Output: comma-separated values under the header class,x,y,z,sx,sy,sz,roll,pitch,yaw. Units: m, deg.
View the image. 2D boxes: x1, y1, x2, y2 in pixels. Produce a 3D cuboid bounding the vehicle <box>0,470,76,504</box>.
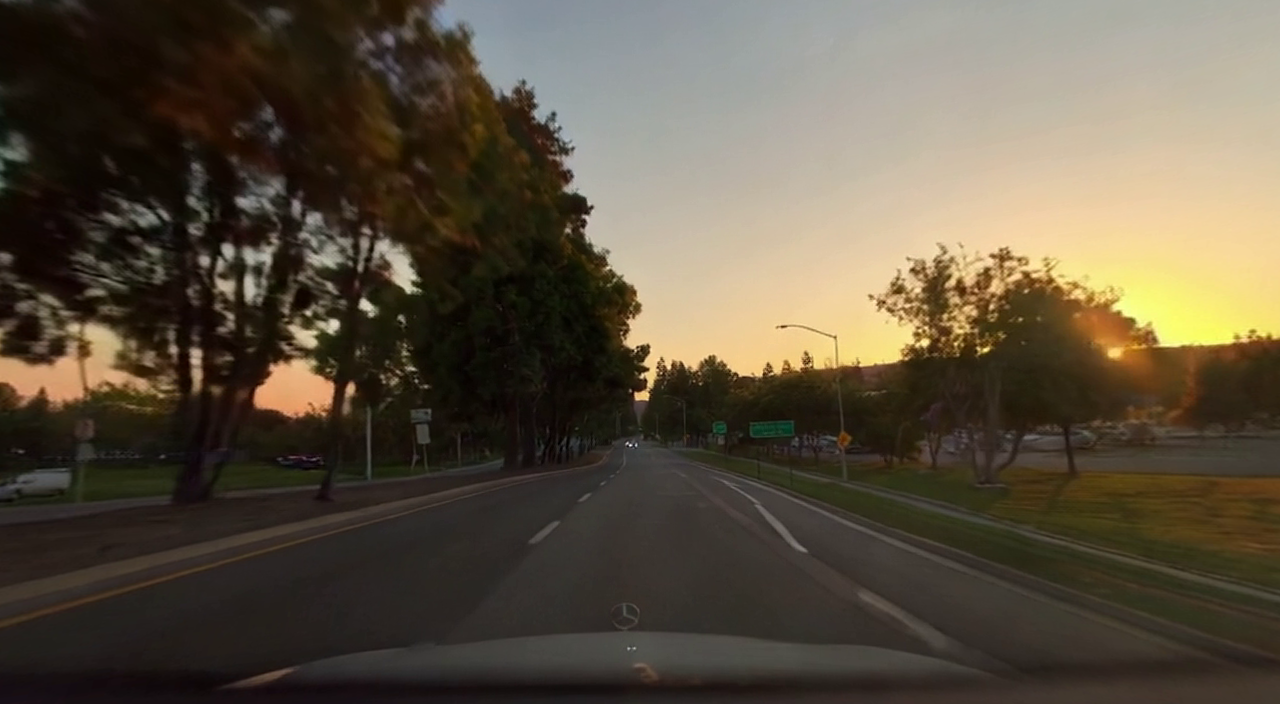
class,x,y,z,sx,sy,sz,roll,pitch,yaw
vehicle,-41.015,8.869,41.662,5.552,2.047,2.384,-1,-8,6
